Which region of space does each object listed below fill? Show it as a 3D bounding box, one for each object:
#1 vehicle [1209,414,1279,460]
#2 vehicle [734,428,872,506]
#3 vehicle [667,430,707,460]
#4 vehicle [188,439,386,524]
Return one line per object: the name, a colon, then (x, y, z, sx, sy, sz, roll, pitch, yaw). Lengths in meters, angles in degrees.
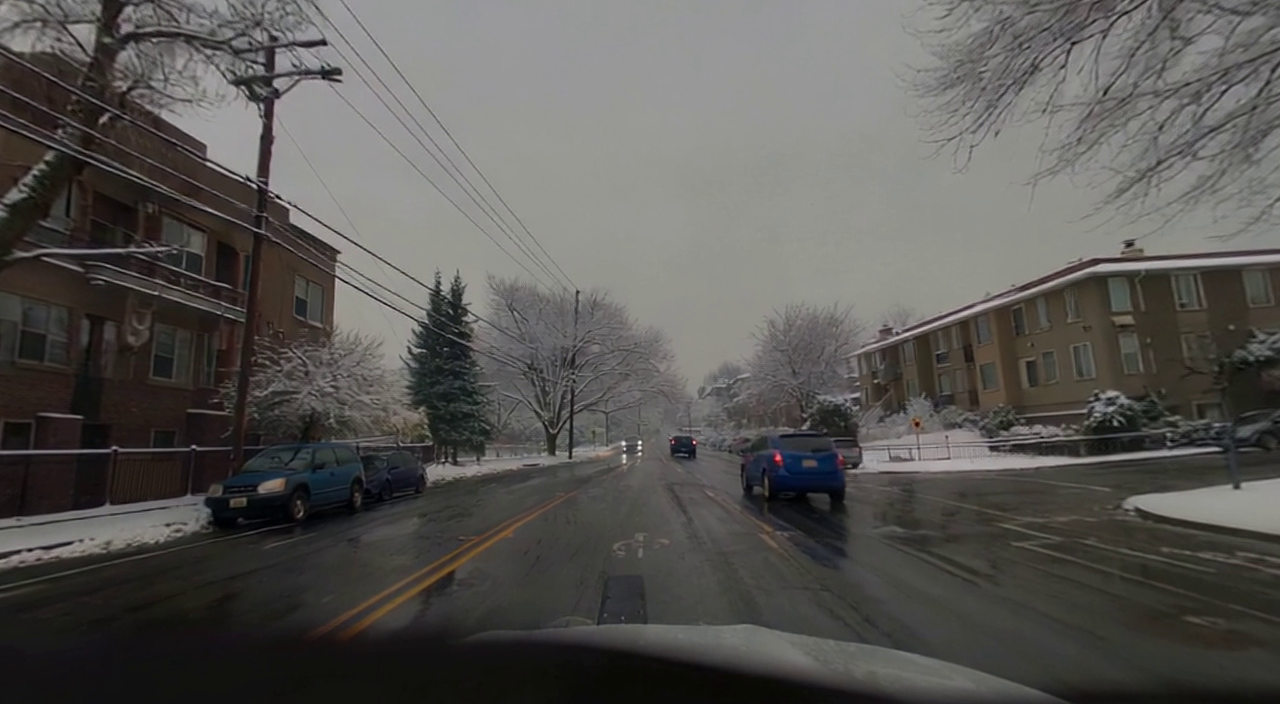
vehicle: (25.322, 3.380, 24.924, 1.944, 1.723, 4.441, -2, -9, 13)
vehicle: (3.640, 2.661, 14.952, 2.028, 1.552, 4.370, 0, -8, -1)
vehicle: (2.931, 5.972, 40.230, 2.046, 1.784, 4.687, 0, -8, -2)
vehicle: (-8.638, 3.167, 16.042, 2.381, 1.825, 4.652, 0, -8, -1)
